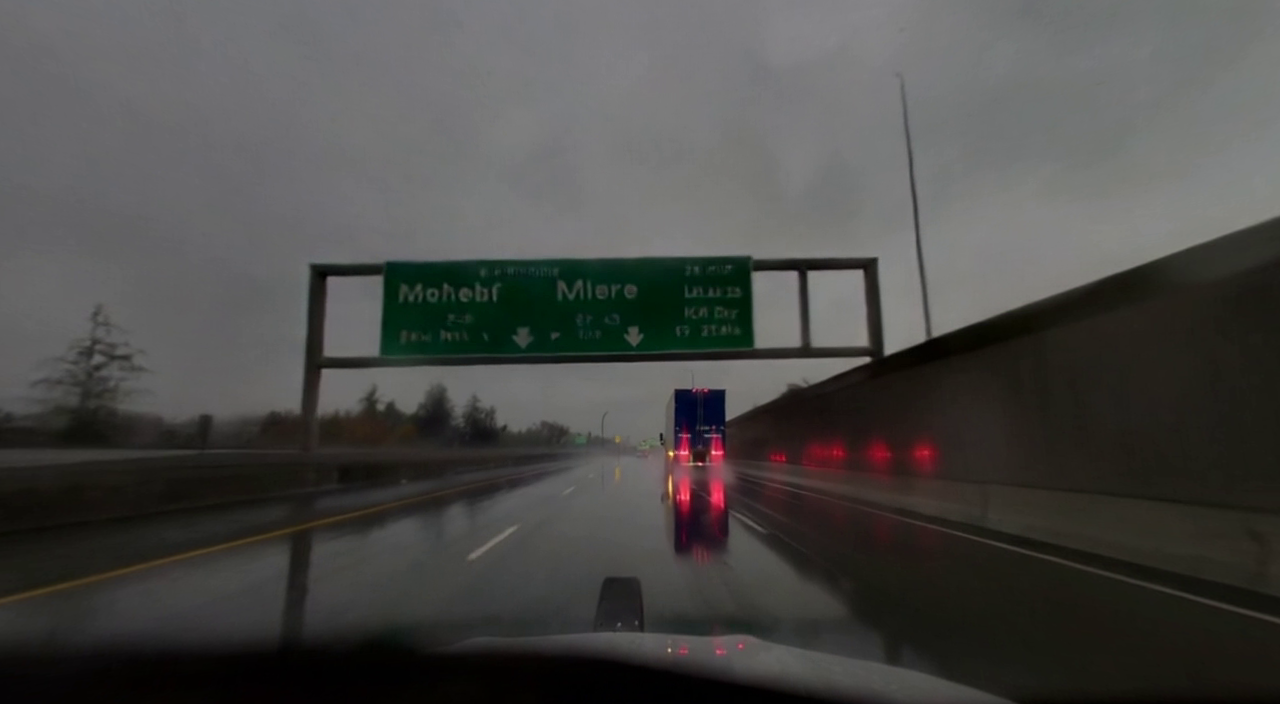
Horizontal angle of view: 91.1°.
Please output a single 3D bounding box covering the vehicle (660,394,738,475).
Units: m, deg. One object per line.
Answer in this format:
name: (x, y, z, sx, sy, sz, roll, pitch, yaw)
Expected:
vehicle: (3.165, 5.202, 38.481, 3.244, 4.020, 14.561, 0, -9, 0)
